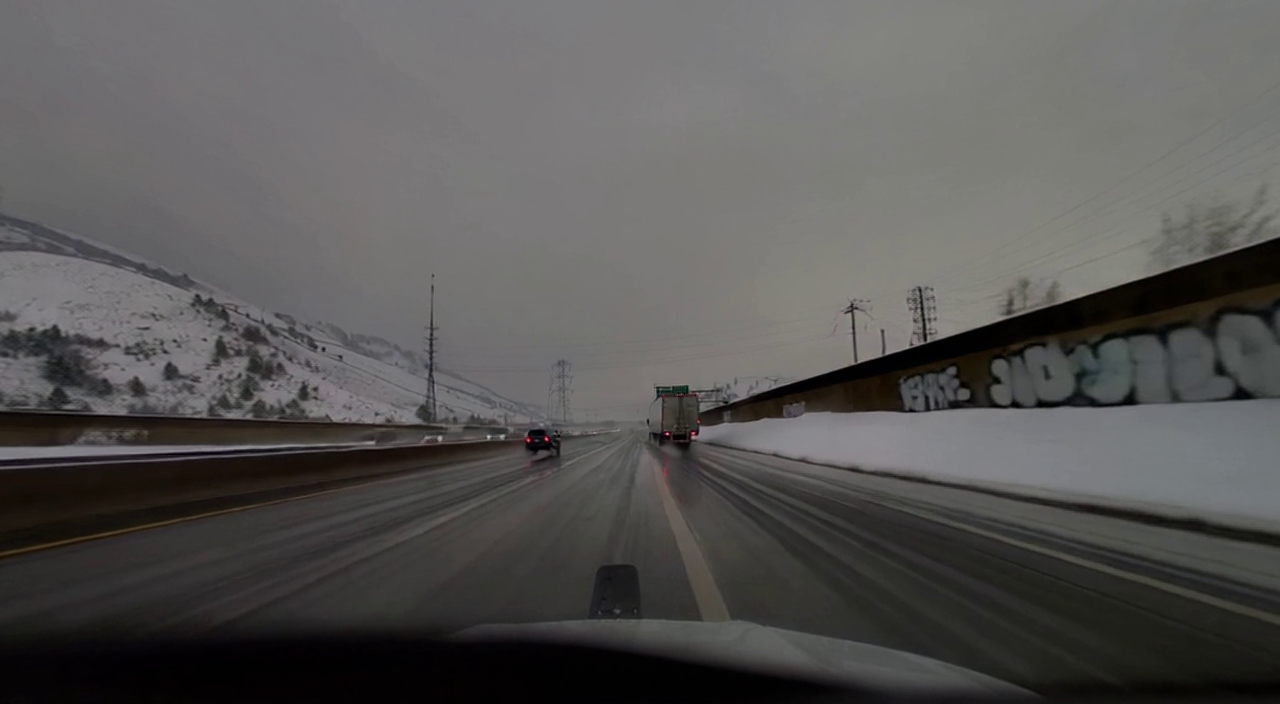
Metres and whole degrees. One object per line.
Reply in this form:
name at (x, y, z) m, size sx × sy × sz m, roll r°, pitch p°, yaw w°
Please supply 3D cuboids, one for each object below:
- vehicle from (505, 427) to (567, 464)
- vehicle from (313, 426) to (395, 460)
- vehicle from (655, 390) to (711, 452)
vehicle at (-4.517, 4.134, 28.065) m, size 1.965 × 1.486 × 4.448 m, roll 0°, pitch -8°, yaw 0°
vehicle at (-16.180, 5.181, 36.028) m, size 2.118 × 1.765 × 5.524 m, roll 0°, pitch -8°, yaw 0°
vehicle at (2.807, 5.014, 44.839) m, size 3.060 × 3.842 × 11.095 m, roll 0°, pitch -8°, yaw -1°
